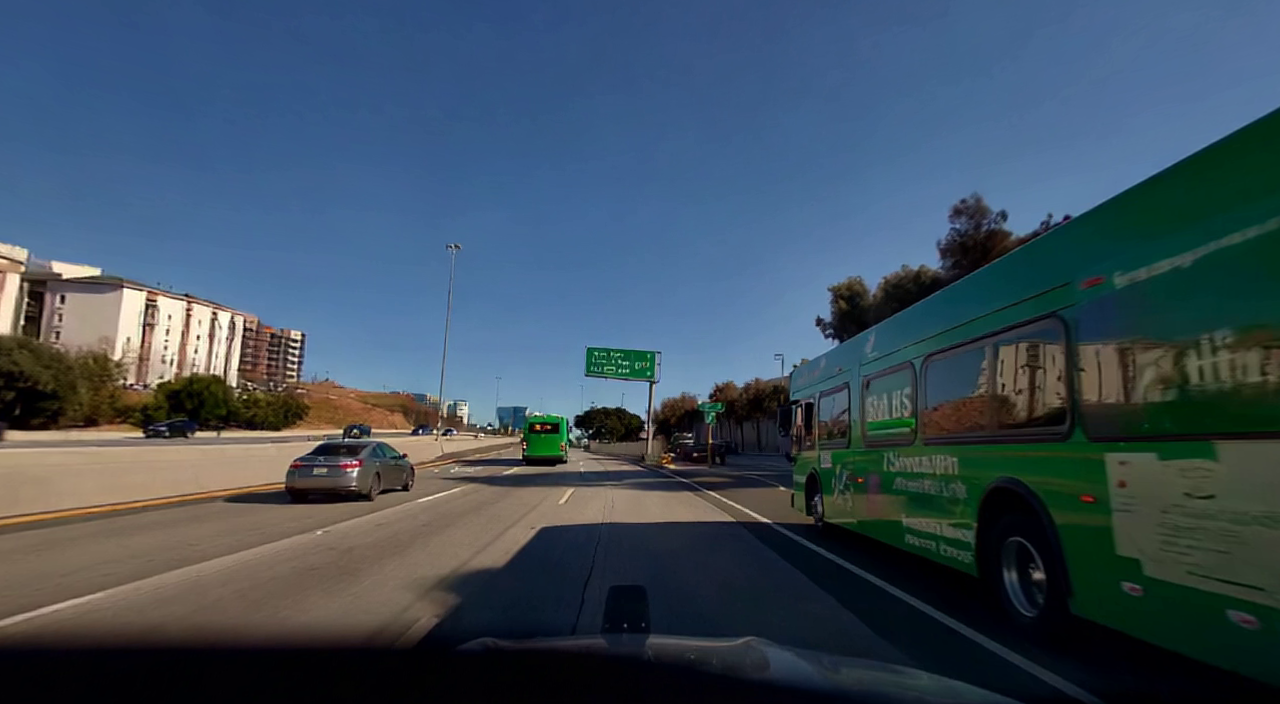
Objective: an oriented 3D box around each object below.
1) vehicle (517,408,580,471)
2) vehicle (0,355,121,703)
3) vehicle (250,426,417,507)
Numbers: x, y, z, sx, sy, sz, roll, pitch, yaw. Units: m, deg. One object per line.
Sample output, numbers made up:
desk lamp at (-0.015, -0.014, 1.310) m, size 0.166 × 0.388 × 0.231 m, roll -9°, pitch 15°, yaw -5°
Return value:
vehicle at (-5.092, 4.783, 34.601) m, size 2.888 × 2.944 × 8.373 m, roll 2°, pitch -8°, yaw -9°
vehicle at (-3.887, 0.643, 1.155) m, size 2.056 × 1.728 × 4.413 m, roll 0°, pitch -9°, yaw 0°
vehicle at (-7.319, 2.778, 15.665) m, size 1.993 × 1.690 × 4.450 m, roll 0°, pitch -9°, yaw -2°
